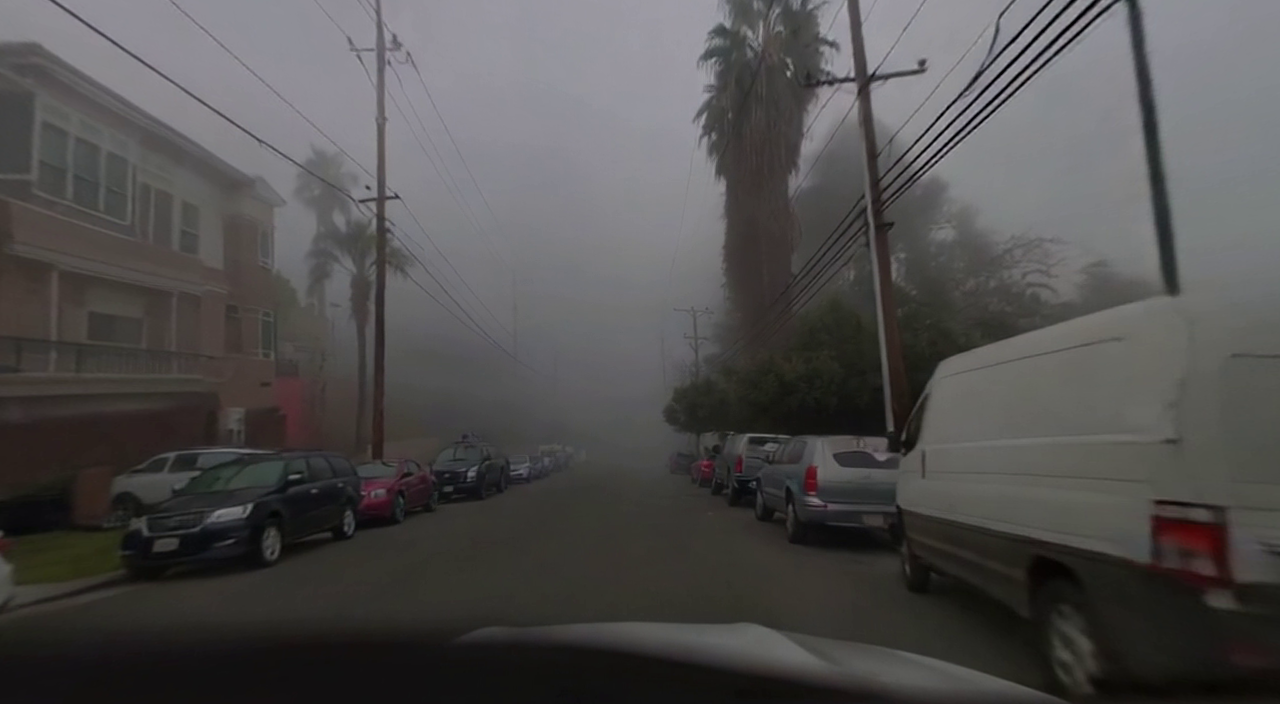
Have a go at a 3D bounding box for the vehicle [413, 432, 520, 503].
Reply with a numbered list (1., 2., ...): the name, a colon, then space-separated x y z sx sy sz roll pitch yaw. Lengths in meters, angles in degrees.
1. vehicle: -6.138 4.143 23.230 2.281 2.248 5.873 0 -8 0

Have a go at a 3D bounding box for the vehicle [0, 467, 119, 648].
1. vehicle: -6.262 1.566 4.067 1.874 1.449 4.622 0 -8 -1

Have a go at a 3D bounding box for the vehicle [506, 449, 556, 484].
1. vehicle: -6.460 6.780 37.663 2.131 1.777 4.783 -3 -8 -1

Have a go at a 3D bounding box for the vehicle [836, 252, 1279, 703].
1. vehicle: 3.091 0.968 3.938 2.182 1.964 4.796 0 -8 0

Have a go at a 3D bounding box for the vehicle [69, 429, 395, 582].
1. vehicle: -6.226 2.335 10.632 2.349 1.952 4.848 0 -8 -2
